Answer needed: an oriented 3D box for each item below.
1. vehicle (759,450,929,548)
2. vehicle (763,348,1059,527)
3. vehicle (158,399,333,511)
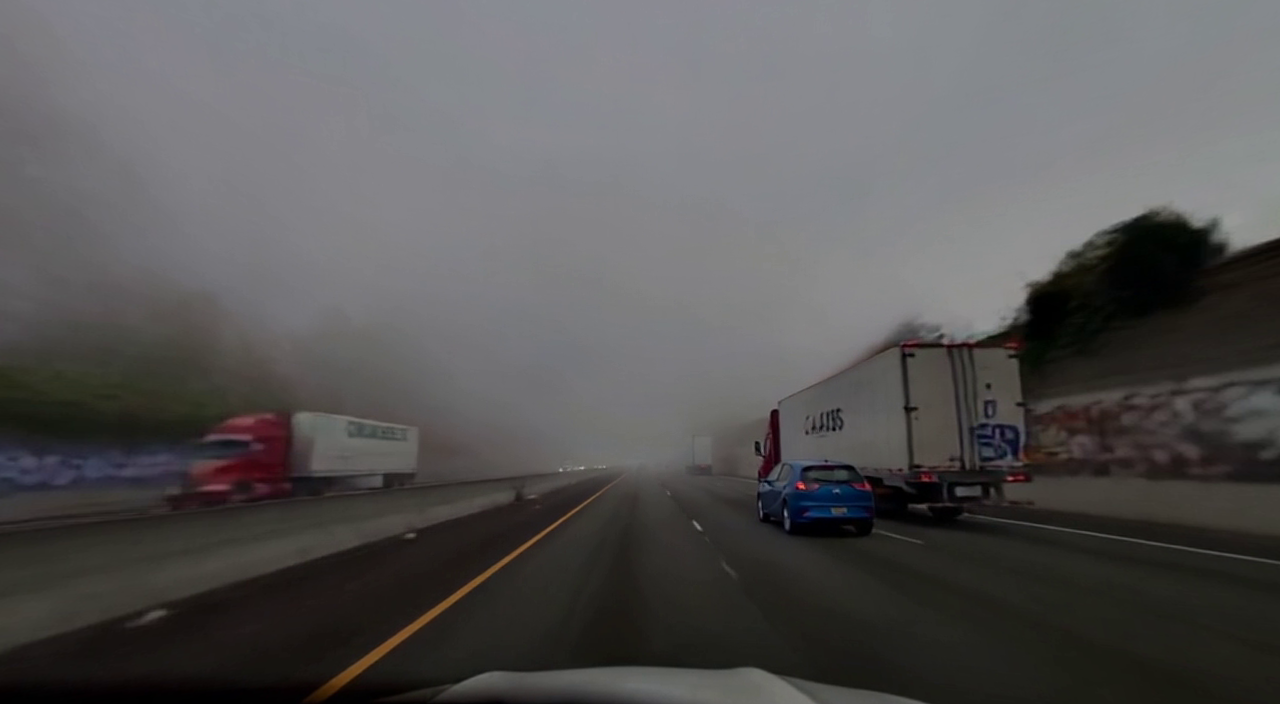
[{"bbox_3d":[3.710,2.776,12.218,2.011,1.574,3.512,0,-11,-1],"label":"vehicle"},{"bbox_3d":[7.762,3.412,22.734,3.298,4.017,16.824,1,-10,0],"label":"vehicle"},{"bbox_3d":[-16.144,4.358,26.489,3.150,4.073,5.938,1,-10,0],"label":"vehicle"}]
